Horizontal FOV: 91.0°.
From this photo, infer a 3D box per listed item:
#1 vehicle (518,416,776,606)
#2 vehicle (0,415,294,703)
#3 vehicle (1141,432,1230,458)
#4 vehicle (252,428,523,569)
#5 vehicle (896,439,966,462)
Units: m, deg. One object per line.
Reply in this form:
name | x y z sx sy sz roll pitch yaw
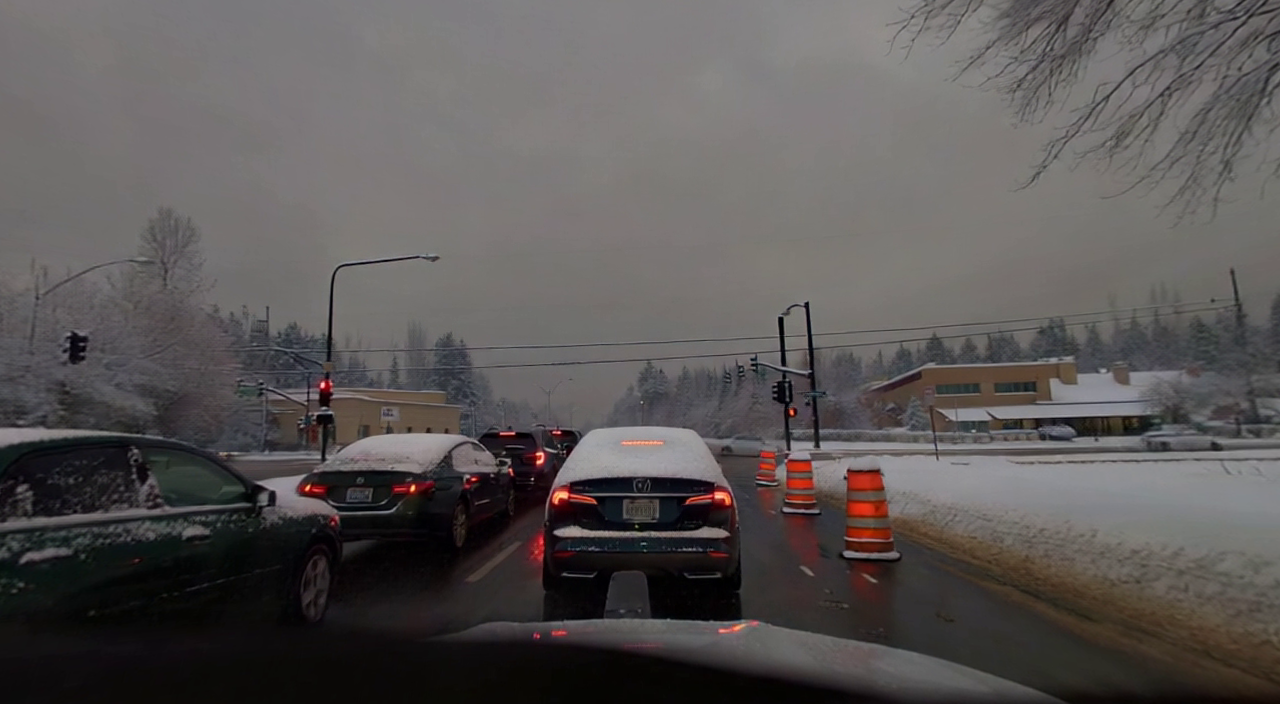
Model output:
vehicle | 0.103 1.617 7.215 2.167 1.560 3.676 0 -9 1
vehicle | -3.594 0.943 2.149 2.064 1.497 4.722 0 -9 1
vehicle | 35.353 6.025 40.872 4.051 1.583 1.794 0 -9 1
vehicle | -3.280 1.996 9.446 1.989 1.541 4.626 0 -9 2
vehicle | 23.046 7.816 49.969 4.672 1.676 1.867 1 -9 -1
